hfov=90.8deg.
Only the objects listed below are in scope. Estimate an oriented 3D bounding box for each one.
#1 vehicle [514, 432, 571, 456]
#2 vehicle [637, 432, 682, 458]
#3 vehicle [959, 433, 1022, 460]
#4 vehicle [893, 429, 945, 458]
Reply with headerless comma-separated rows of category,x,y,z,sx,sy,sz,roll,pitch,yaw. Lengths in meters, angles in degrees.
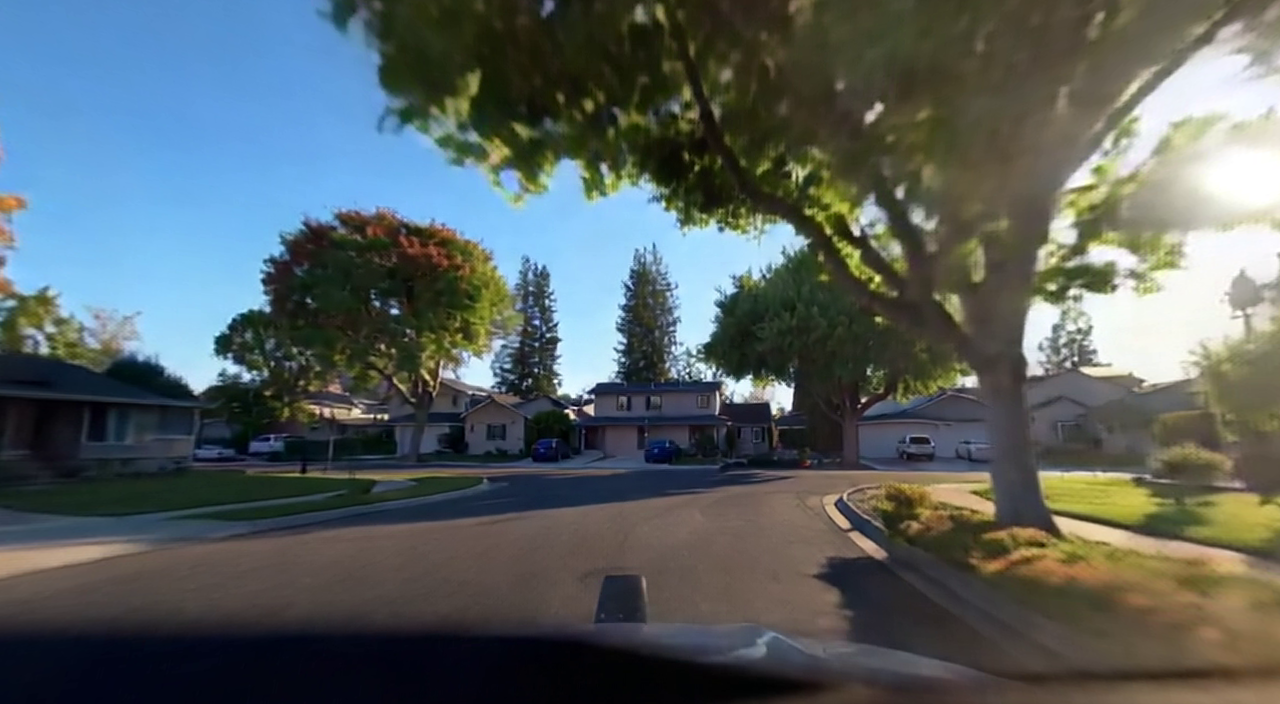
vehicle,-7.288,6.957,47.619,1.942,1.700,4.478,-4,-10,27
vehicle,1.401,6.415,43.477,1.942,1.651,4.655,-3,-9,17
vehicle,21.723,5.901,39.304,1.873,1.556,4.216,-1,-9,7
vehicle,18.011,5.951,40.954,1.937,1.731,4.179,-1,-9,8
